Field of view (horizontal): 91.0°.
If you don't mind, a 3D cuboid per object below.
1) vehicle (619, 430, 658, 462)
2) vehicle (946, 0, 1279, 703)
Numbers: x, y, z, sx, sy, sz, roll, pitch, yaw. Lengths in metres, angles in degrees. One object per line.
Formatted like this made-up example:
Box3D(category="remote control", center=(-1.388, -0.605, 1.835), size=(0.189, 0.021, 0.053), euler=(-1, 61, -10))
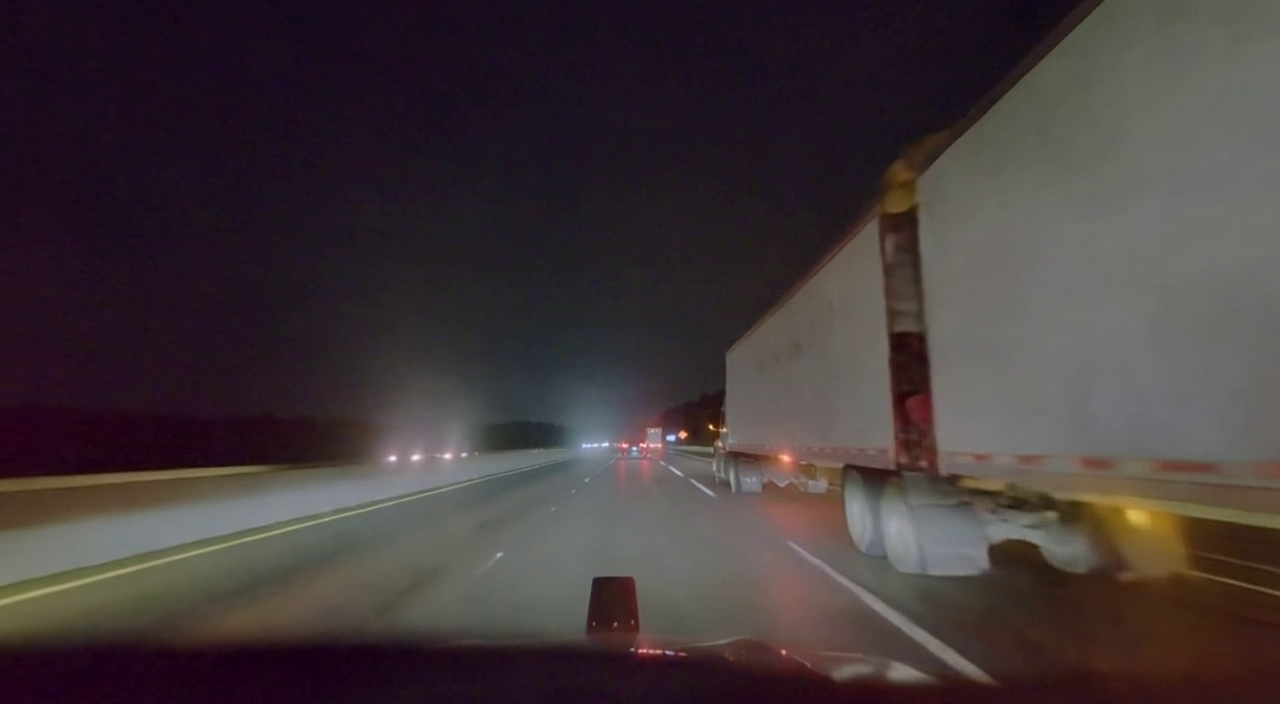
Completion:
Box3D(category="vehicle", center=(-0.151, 6.312, 42.445), size=(2.456, 2.007, 4.728), euler=(0, -8, -2))
Box3D(category="vehicle", center=(3.918, -0.572, 0.375), size=(2.967, 3.961, 8.660), euler=(0, -8, 0))
